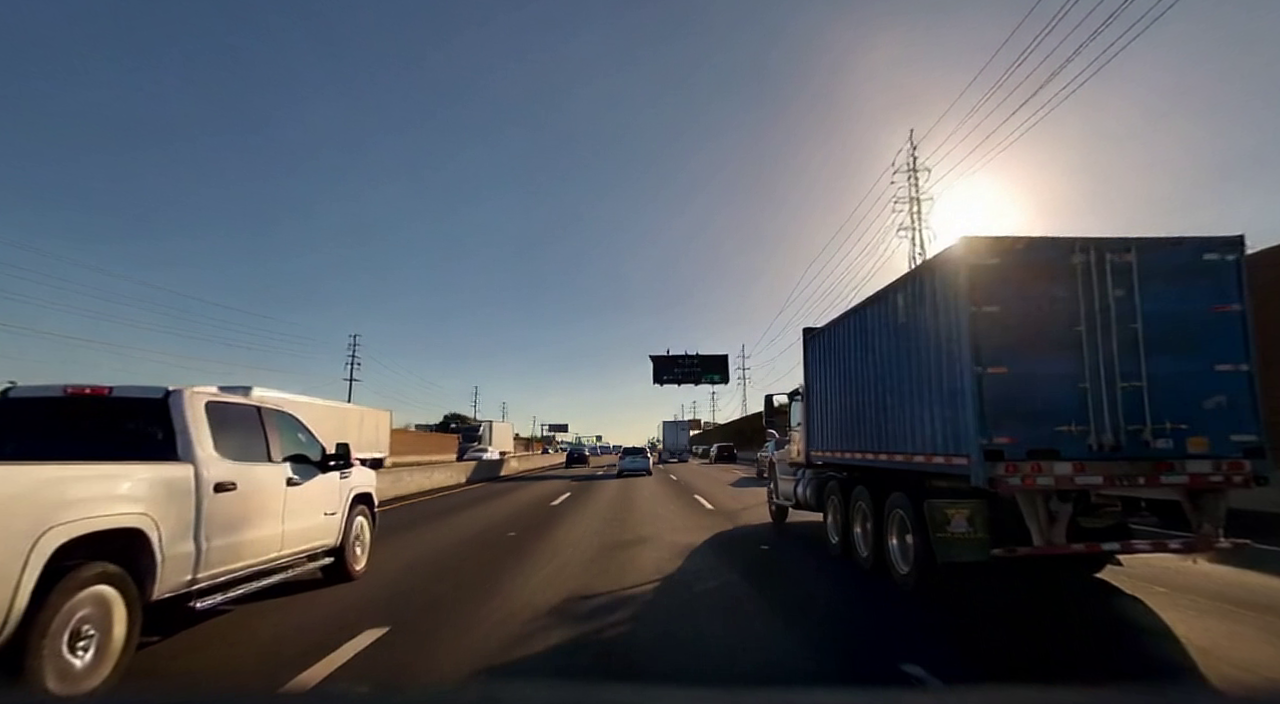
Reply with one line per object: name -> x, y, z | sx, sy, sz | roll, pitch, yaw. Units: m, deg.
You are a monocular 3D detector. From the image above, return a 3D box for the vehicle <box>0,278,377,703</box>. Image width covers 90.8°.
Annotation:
vehicle -> -3.943, 0.828, 3.492 | 2.323, 2.046, 6.006 | 0, -9, 1

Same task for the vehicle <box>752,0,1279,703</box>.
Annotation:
vehicle -> 3.437, 0.349, 6.352 | 3.013, 3.940, 7.933 | 0, -9, -1

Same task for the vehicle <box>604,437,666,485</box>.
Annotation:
vehicle -> -0.211, 4.172, 24.471 | 2.191, 1.685, 4.015 | 0, -9, -1

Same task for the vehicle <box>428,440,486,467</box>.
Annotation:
vehicle -> -14.097, 7.840, 49.052 | 2.690, 1.920, 6.277 | 0, -9, -1

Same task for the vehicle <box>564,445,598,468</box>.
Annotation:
vehicle -> -4.040, 7.253, 43.926 | 2.025, 1.498, 4.675 | 0, -9, -1

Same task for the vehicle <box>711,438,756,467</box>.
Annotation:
vehicle -> 6.819, 7.416, 46.637 | 2.302, 1.973, 5.502 | 0, -9, -2

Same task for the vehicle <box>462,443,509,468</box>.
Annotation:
vehicle -> -10.642, 7.183, 43.968 | 1.975, 1.590, 5.050 | 0, -9, 1
